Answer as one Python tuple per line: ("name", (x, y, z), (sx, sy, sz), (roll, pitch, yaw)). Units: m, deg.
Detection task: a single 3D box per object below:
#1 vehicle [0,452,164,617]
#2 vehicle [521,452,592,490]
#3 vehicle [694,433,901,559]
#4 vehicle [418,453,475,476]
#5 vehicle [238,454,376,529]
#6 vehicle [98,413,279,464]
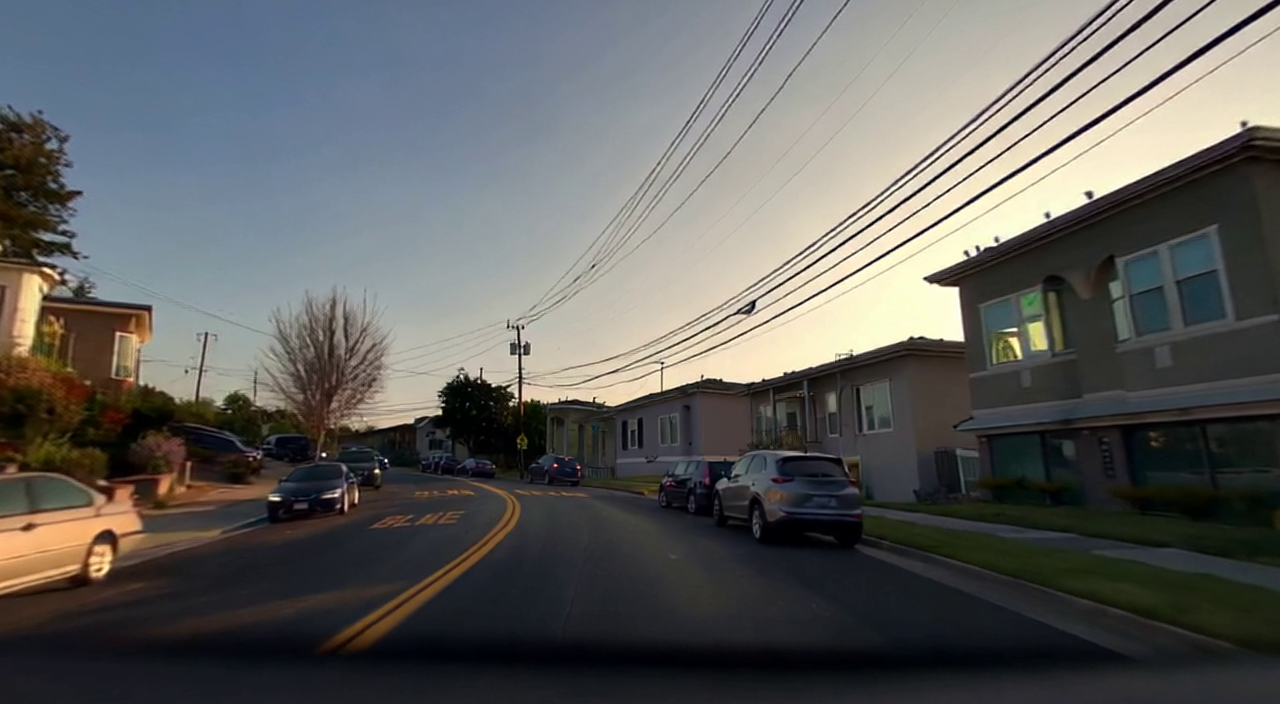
("vehicle", (-7.101, 1.800, 5.620), (2.154, 1.516, 4.854), (-7, -9, -3))
("vehicle", (-4.474, 6.203, 33.168), (1.994, 1.682, 4.750), (9, -12, -27))
("vehicle", (2.499, 2.428, 11.471), (1.974, 1.769, 4.610), (2, -9, -9))
("vehicle", (-14.208, 8.208, 46.335), (4.568, 1.531, 1.923), (-8, -12, 43))
("vehicle", (-8.077, 3.351, 15.729), (2.003, 1.447, 3.642), (-2, -8, -10))
("vehicle", (-18.671, 3.689, 26.564), (5.822, 1.956, 2.355), (6, -11, -32))
